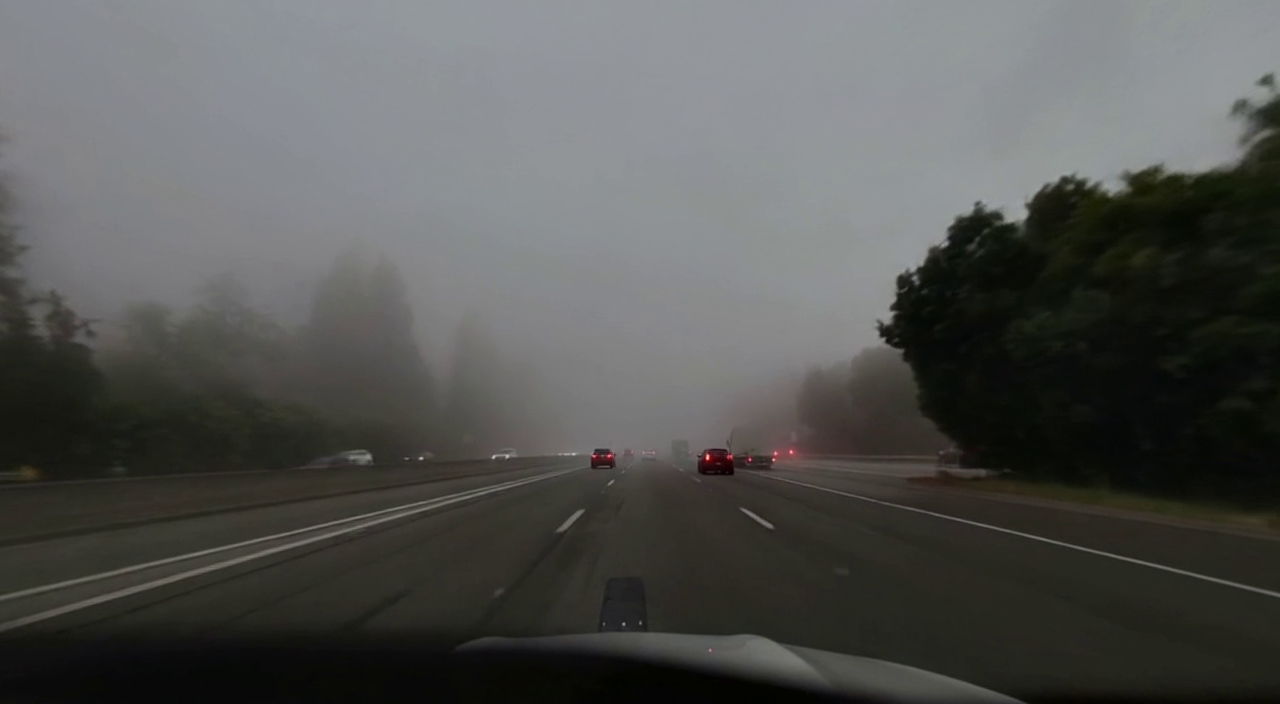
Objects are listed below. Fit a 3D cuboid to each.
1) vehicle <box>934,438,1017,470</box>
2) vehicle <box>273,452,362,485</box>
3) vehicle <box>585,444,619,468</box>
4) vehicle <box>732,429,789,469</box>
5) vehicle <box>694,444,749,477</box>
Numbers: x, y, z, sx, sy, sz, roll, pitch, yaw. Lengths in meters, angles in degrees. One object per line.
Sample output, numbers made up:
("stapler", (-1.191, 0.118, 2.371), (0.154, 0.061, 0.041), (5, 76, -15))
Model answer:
("vehicle", (22.663, 6.899, 42.936), (2.221, 1.995, 5.803), (0, -9, -3))
("vehicle", (-15.842, 5.732, 31.256), (1.985, 1.470, 4.400), (0, -9, 1))
("vehicle", (-2.648, 7.356, 44.652), (2.060, 1.587, 4.093), (0, -9, 1))
("vehicle", (8.220, 6.684, 43.556), (2.729, 2.628, 4.875), (0, -9, -2))
("vehicle", (3.977, 5.397, 31.636), (2.080, 1.493, 4.674), (0, -9, -1))
